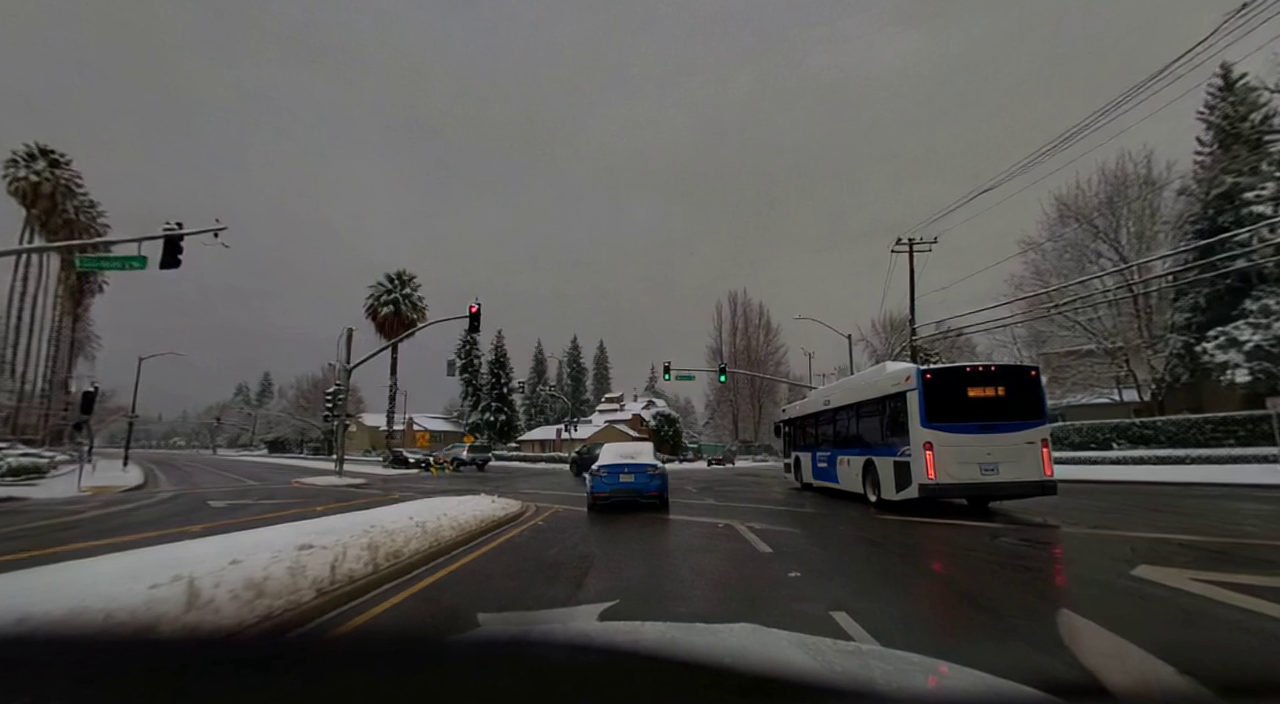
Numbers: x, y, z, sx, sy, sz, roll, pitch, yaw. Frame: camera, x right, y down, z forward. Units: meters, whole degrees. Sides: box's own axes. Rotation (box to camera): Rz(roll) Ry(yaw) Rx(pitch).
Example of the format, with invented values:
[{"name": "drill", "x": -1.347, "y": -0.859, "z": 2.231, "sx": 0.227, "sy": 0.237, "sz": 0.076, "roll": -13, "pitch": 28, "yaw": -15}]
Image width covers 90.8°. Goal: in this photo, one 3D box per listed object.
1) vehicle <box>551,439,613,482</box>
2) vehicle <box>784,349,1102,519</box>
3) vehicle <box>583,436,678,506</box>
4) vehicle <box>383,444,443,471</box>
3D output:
[{"name": "vehicle", "x": -2.906, "y": 5.254, "z": 30.816, "sx": 2.272, "sy": 1.891, "sz": 4.562, "roll": 2, "pitch": -9, "yaw": -15}, {"name": "vehicle", "x": 7.884, "y": 2.726, "z": 20.227, "sx": 3.483, "sy": 3.546, "sz": 13.998, "roll": 0, "pitch": -9, "yaw": 1}, {"name": "vehicle", "x": -0.339, "y": 3.273, "z": 17.872, "sx": 2.341, "sy": 1.709, "sz": 4.466, "roll": 0, "pitch": -9, "yaw": -3}, {"name": "vehicle", "x": -17.068, "y": 7.889, "z": 47.308, "sx": 2.283, "sy": 1.878, "sz": 5.384, "roll": 7, "pitch": -11, "yaw": -41}]
